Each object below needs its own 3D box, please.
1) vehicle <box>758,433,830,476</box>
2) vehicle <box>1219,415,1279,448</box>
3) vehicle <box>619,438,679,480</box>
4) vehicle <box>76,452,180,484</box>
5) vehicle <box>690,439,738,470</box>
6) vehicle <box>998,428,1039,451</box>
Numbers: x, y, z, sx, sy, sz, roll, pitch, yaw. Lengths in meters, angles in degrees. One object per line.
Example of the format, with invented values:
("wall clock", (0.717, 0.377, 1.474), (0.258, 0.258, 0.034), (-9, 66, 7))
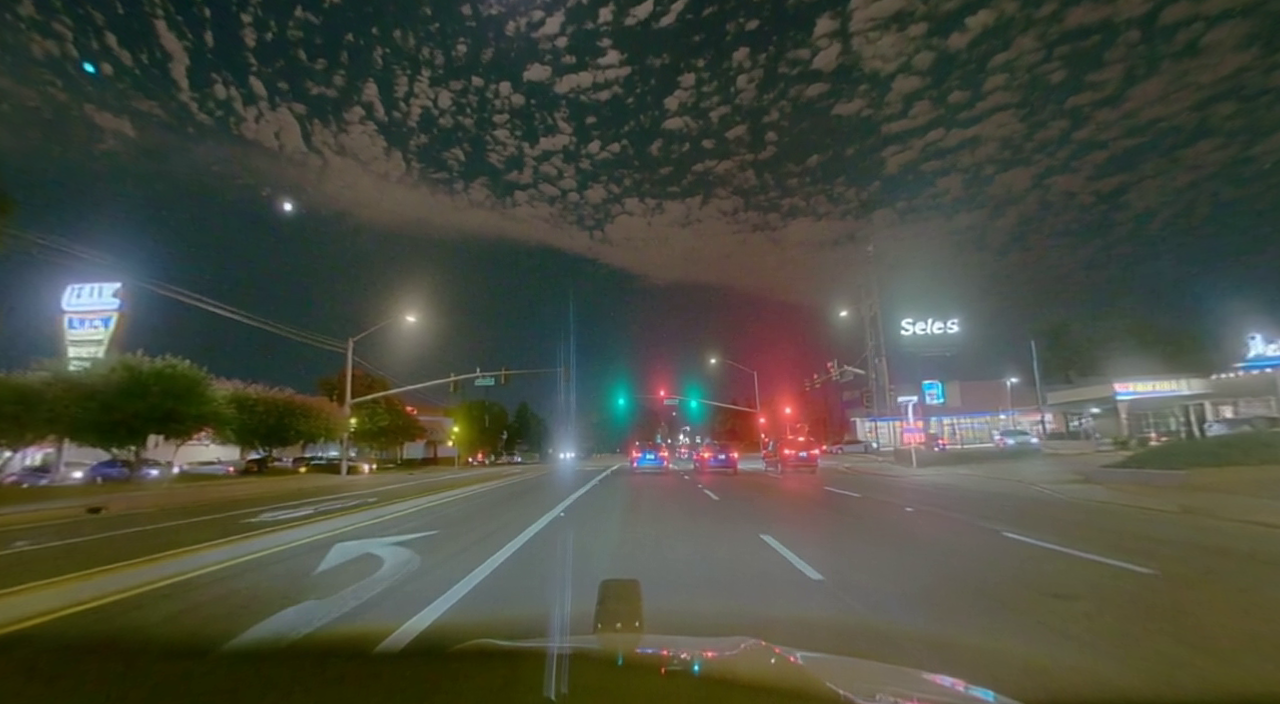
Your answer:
("vehicle", (6.654, 4.462, 27.783), (2.009, 1.700, 4.275), (0, -8, -1))
("vehicle", (29.450, 3.776, 29.895), (1.951, 1.443, 4.614), (-5, -10, 30))
("vehicle", (0.317, 4.124, 24.633), (2.135, 1.468, 4.076), (0, -8, 0))
("vehicle", (-31.141, 7.037, 38.528), (4.471, 1.829, 2.071), (0, -8, -2))
("vehicle", (3.762, 5.307, 32.865), (1.889, 1.473, 4.643), (0, -8, -1))
("vehicle", (26.146, 6.052, 43.538), (2.222, 1.538, 4.817), (-6, -10, 32))
